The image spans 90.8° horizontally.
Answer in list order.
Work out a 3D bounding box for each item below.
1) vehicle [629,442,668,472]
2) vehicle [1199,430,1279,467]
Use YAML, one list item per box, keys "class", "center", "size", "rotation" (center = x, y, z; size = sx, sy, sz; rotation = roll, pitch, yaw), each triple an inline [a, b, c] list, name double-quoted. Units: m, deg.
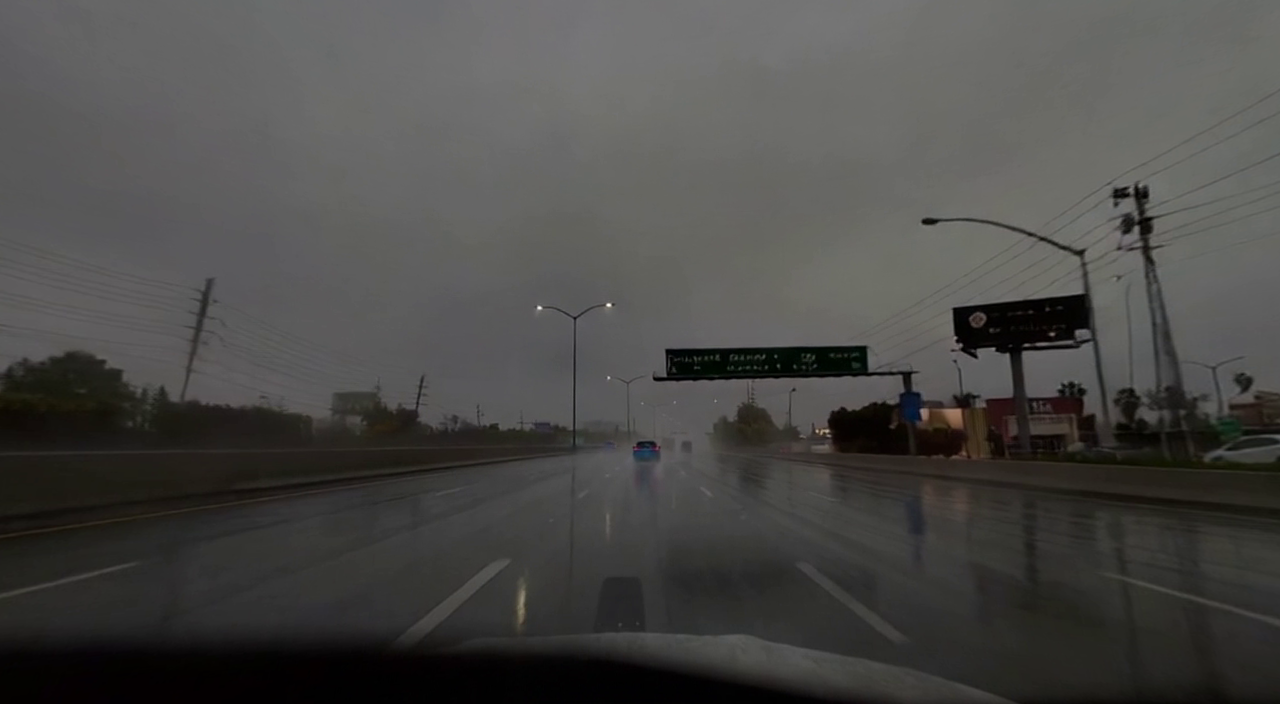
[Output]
- class: "vehicle"
  center: [0.490, 5.910, 35.854]
  size: [2.074, 1.574, 3.971]
  rotation: [0, -8, 1]
- class: "vehicle"
  center: [26.787, 4.038, 26.522]
  size: [2.072, 1.495, 4.732]
  rotation: [1, -9, -5]
